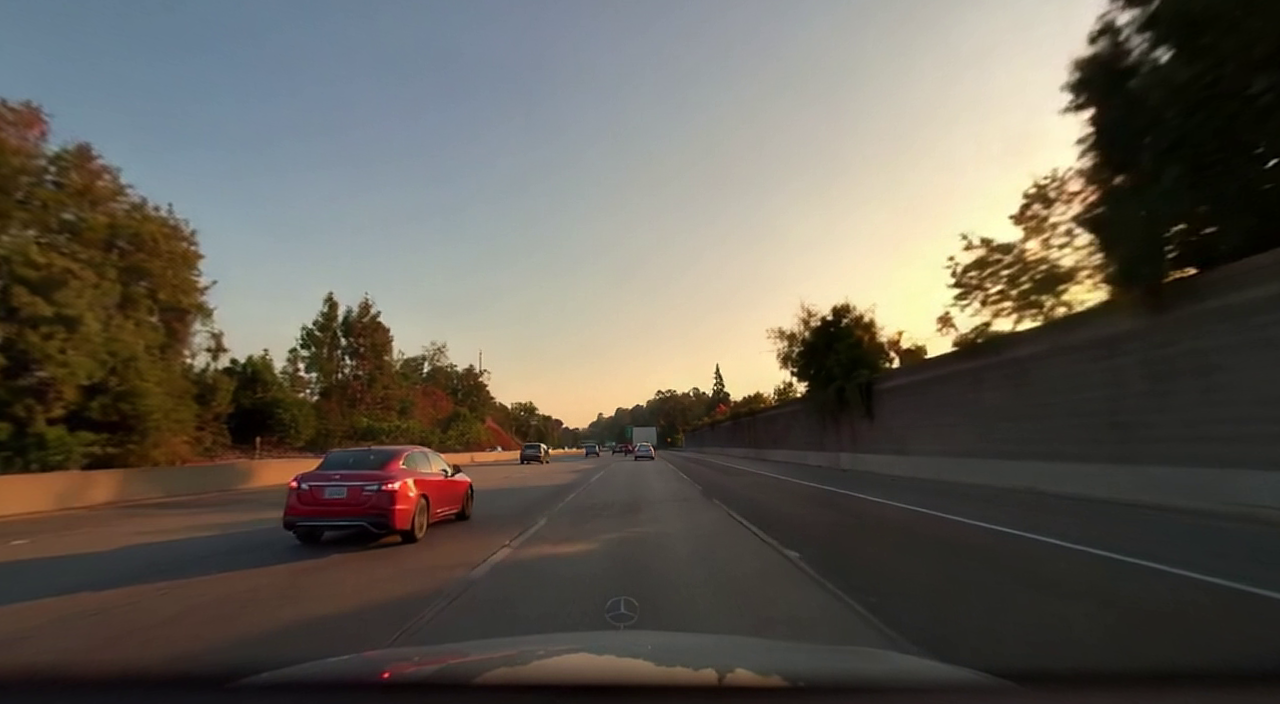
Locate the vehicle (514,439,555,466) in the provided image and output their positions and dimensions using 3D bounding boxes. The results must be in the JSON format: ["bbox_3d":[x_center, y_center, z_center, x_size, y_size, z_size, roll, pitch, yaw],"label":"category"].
[{"bbox_3d":[-7.356,7.026,44.231,2.068,1.757,4.611,0,-8,0],"label":"vehicle"}]

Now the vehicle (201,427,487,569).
[{"bbox_3d":[-3.736,1.908,9.041,2.000,1.512,4.371,0,-8,0],"label":"vehicle"}]

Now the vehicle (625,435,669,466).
[{"bbox_3d":[0.396,6.756,43.464,2.856,1.994,4.931,0,-8,-1],"label":"vehicle"}]
